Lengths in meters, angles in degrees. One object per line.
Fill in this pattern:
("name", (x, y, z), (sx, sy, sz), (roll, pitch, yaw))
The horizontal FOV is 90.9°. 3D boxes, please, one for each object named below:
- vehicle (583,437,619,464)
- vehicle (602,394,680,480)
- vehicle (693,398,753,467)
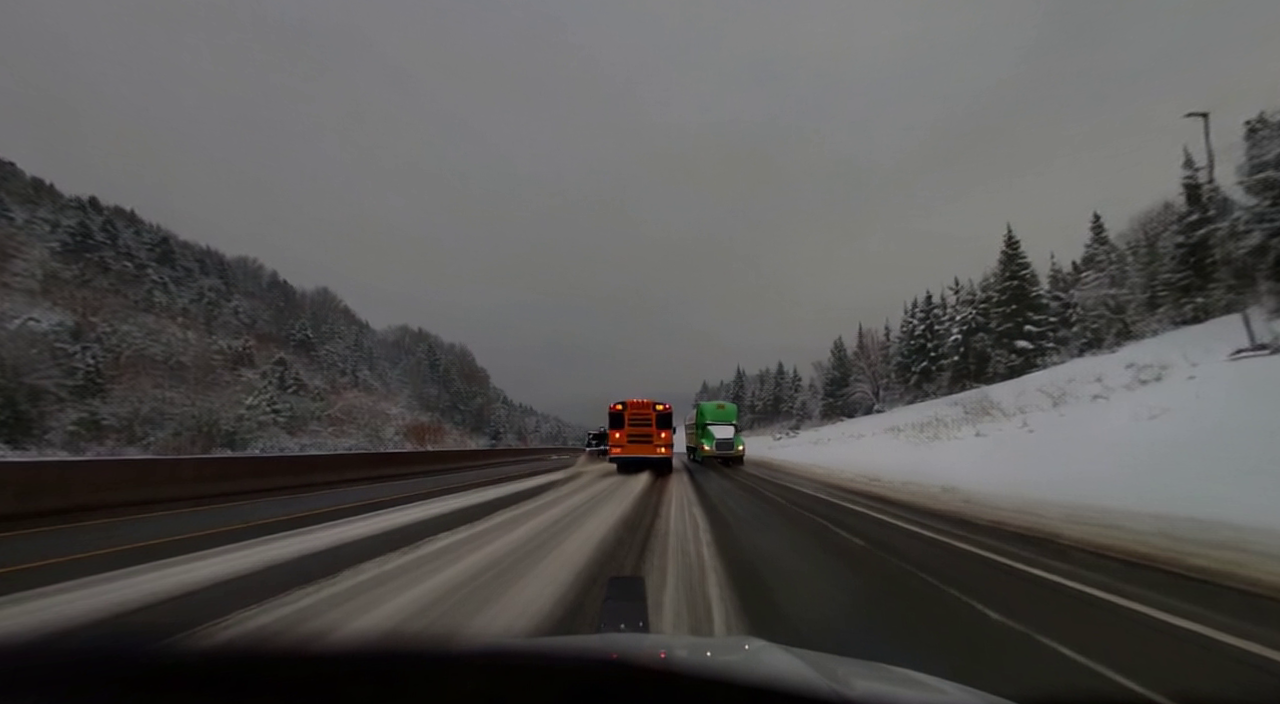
("vehicle", (-2.765, 7.130, 45.976), (2.179, 1.846, 4.335), (0, -8, 3))
("vehicle", (0.262, 3.988, 29.416), (2.948, 3.265, 10.569), (0, -8, 3))
("vehicle", (4.812, 4.877, 37.718), (2.716, 3.705, 7.018), (0, -8, 1))
